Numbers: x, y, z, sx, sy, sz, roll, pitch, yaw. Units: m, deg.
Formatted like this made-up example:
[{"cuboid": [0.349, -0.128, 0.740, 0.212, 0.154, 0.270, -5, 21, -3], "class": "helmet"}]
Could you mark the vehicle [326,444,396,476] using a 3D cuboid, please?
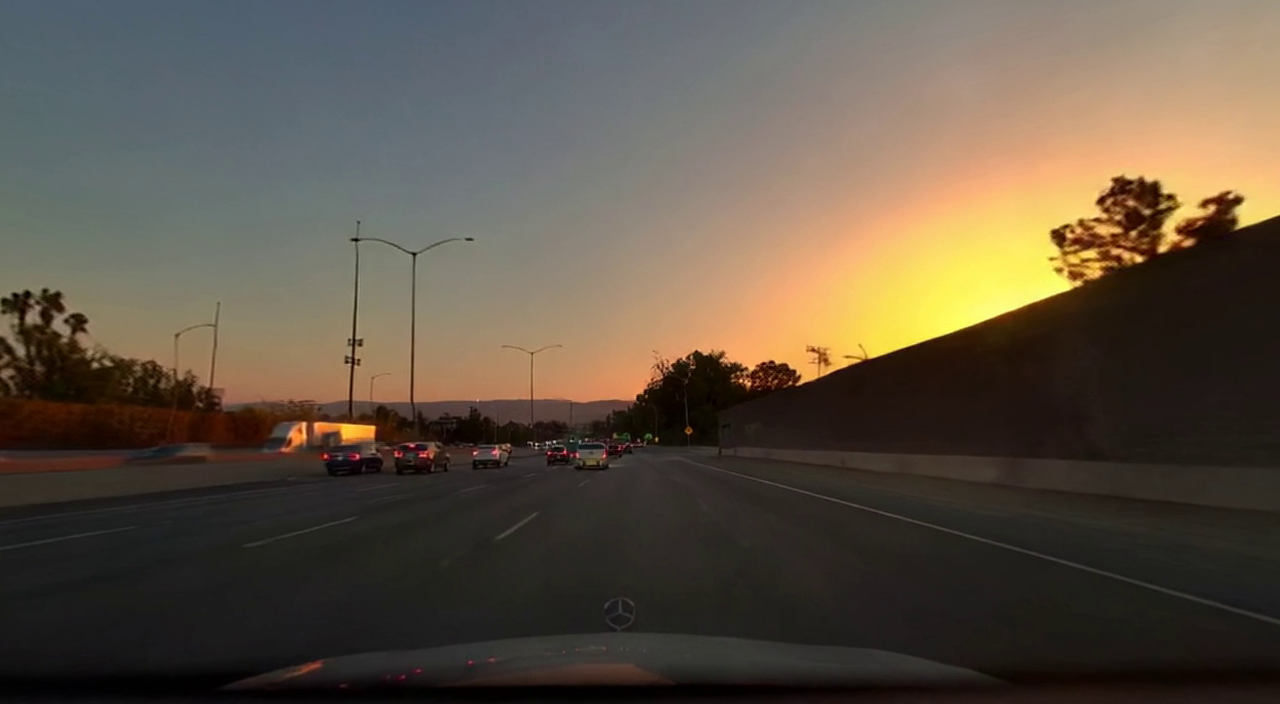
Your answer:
[{"cuboid": [-15.225, 5.891, 34.746, 1.836, 1.662, 4.317, 0, -8, 1], "class": "vehicle"}]

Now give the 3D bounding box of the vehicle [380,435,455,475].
[{"cuboid": [-11.250, 5.255, 32.341, 1.986, 1.875, 4.902, 0, -9, 1], "class": "vehicle"}]

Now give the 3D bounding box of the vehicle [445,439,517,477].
[{"cuboid": [-7.462, 5.024, 30.163, 2.204, 1.677, 4.438, 0, -8, 1], "class": "vehicle"}]

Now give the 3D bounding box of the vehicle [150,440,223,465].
[{"cuboid": [-34.665, 7.688, 48.438, 1.943, 1.838, 4.661, 0, -9, 2], "class": "vehicle"}]

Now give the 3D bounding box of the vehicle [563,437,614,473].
[{"cuboid": [-2.512, 5.209, 32.032, 2.201, 1.672, 4.128, 0, -9, 0], "class": "vehicle"}]
